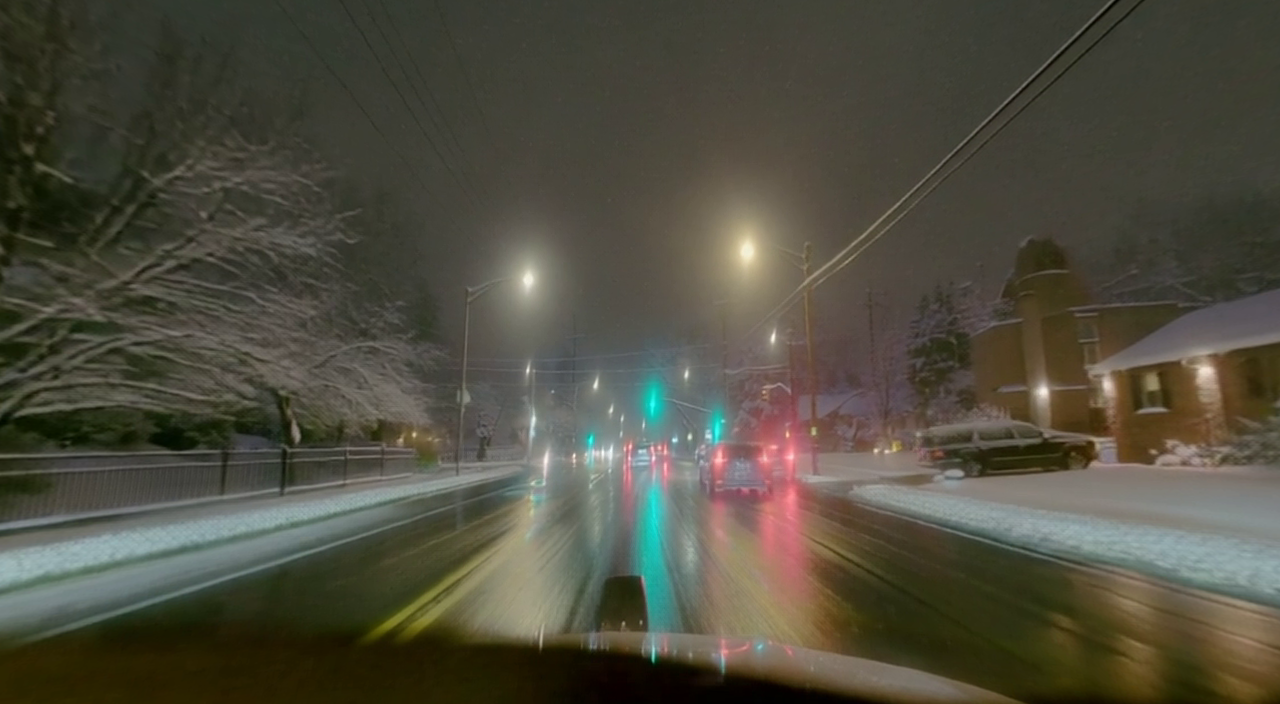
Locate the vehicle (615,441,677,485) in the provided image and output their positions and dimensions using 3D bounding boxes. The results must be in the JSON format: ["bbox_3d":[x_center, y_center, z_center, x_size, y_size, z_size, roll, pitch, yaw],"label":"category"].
[{"bbox_3d":[0.186,4.070,23.461,2.101,1.467,4.210,0,-8,0],"label":"vehicle"}]

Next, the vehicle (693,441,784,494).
[{"bbox_3d":[2.992,3.622,20.273,2.158,1.483,4.415,0,-8,-1],"label":"vehicle"}]

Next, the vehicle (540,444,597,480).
[{"bbox_3d":[-3.146,4.923,28.633,2.012,1.505,4.205,0,-8,2],"label":"vehicle"}]

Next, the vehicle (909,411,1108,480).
[{"bbox_3d":[13.802,3.527,23.944,5.929,1.970,2.381,-5,-8,-2],"label":"vehicle"}]
